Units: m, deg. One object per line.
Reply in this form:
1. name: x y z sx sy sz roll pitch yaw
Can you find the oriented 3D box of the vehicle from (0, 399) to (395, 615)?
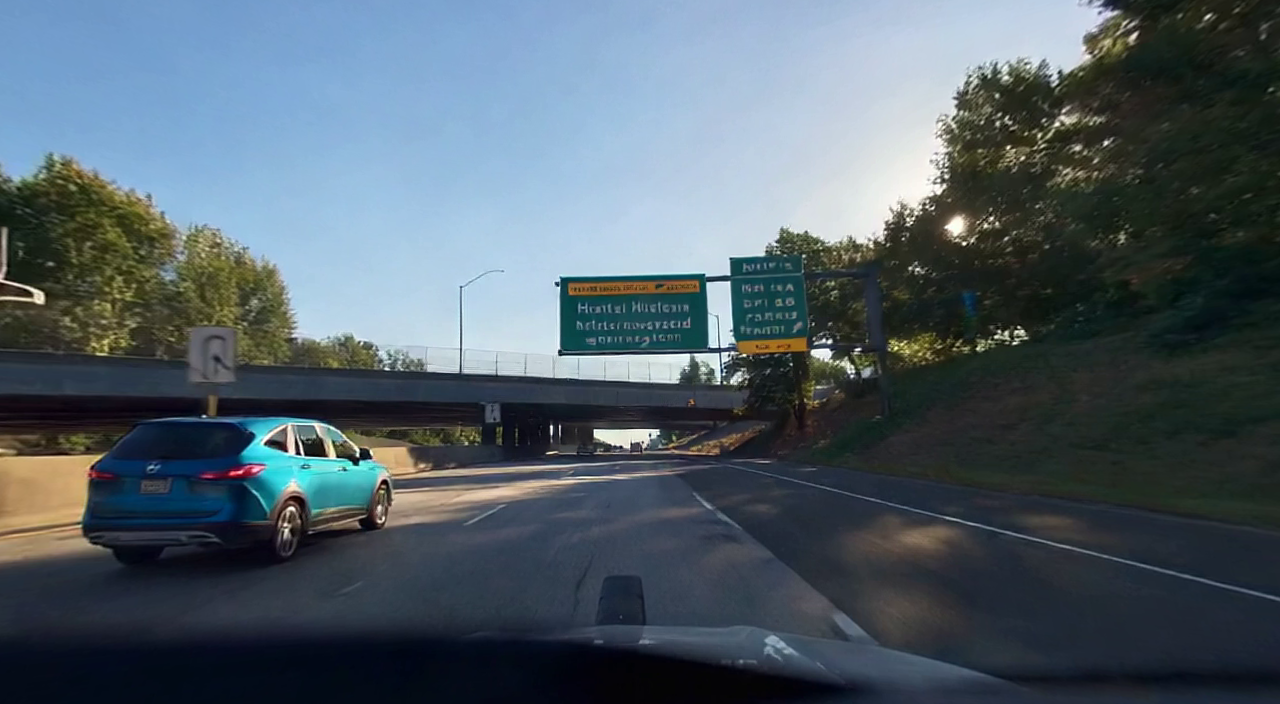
1. vehicle: -4.706 1.511 7.112 2.125 1.662 4.336 0 -8 0
